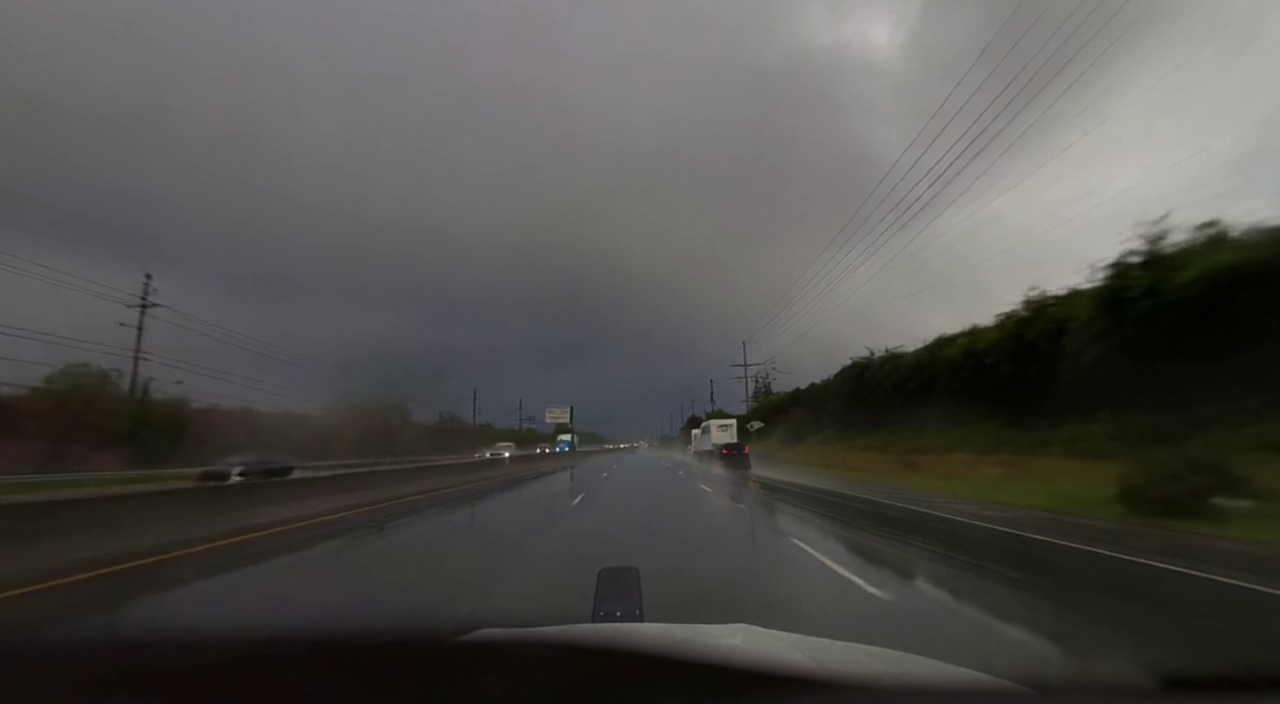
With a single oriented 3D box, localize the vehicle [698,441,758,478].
[{"bbox_3d":[3.955,4.926,28.908,2.054,1.565,4.089,0,-9,-1],"label":"vehicle"}]
